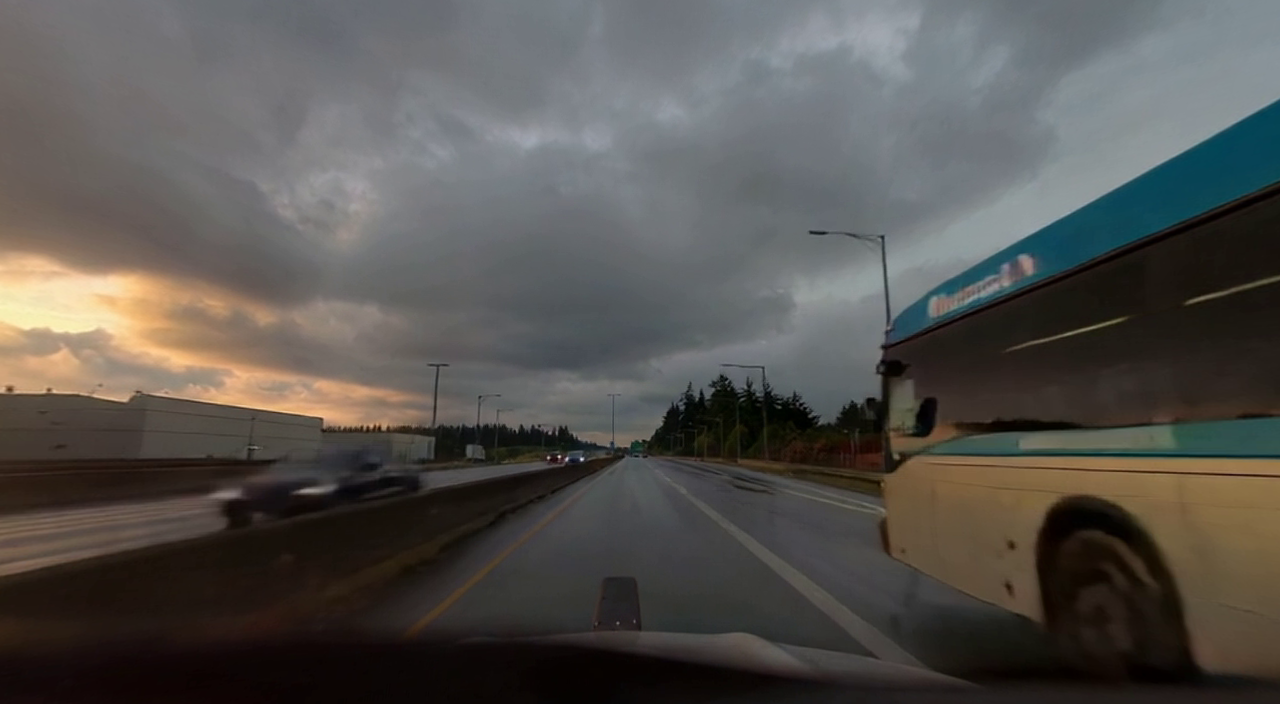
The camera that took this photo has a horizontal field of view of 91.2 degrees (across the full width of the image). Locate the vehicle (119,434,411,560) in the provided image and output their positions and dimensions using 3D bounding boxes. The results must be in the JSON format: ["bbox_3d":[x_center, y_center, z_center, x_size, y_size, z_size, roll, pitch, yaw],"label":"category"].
[{"bbox_3d":[-5.474,2.145,10.030,1.977,1.530,4.328,0,-9,0],"label":"vehicle"}]

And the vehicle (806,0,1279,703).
[{"bbox_3d":[3.816,-0.719,0.562,3.277,4.084,14.213,1,-9,-1],"label":"vehicle"}]
